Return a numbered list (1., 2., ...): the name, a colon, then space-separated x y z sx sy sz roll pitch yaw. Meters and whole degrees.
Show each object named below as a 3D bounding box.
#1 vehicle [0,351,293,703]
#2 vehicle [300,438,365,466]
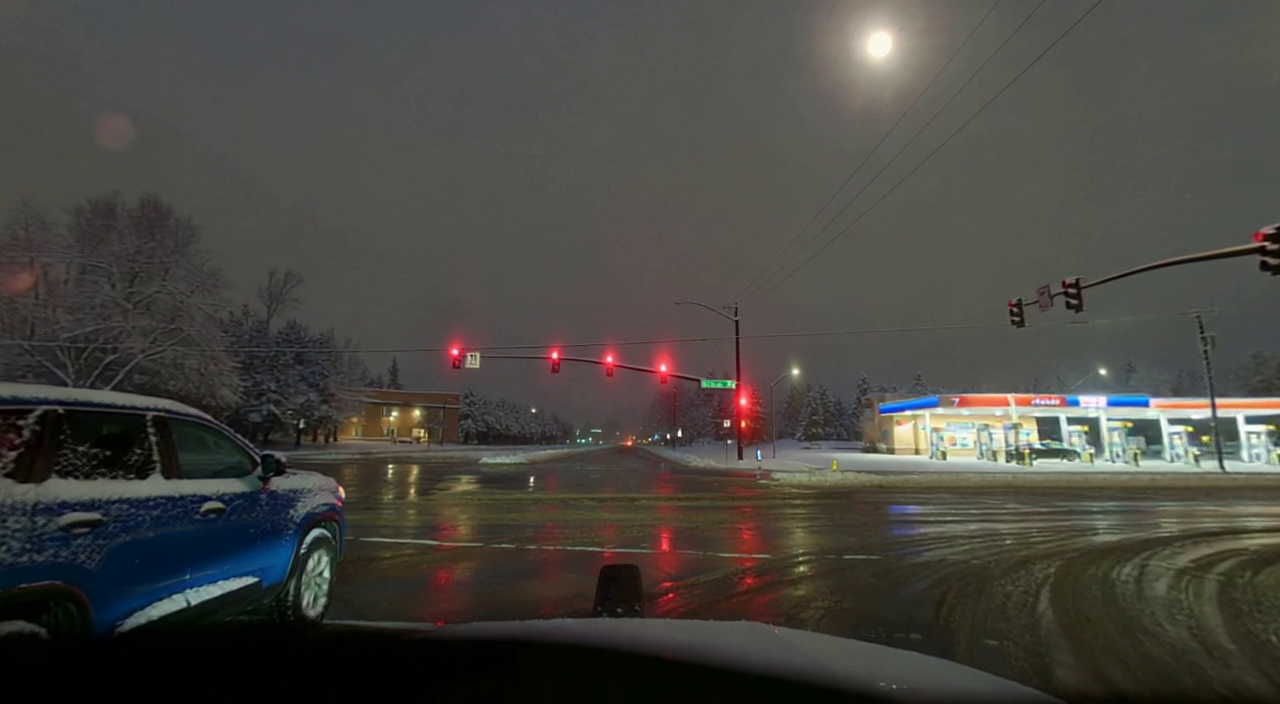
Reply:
1. vehicle: -3.428 0.803 2.045 2.053 1.690 4.364 0 -9 1
2. vehicle: -20.456 6.683 42.164 2.004 1.699 4.486 0 -9 1
